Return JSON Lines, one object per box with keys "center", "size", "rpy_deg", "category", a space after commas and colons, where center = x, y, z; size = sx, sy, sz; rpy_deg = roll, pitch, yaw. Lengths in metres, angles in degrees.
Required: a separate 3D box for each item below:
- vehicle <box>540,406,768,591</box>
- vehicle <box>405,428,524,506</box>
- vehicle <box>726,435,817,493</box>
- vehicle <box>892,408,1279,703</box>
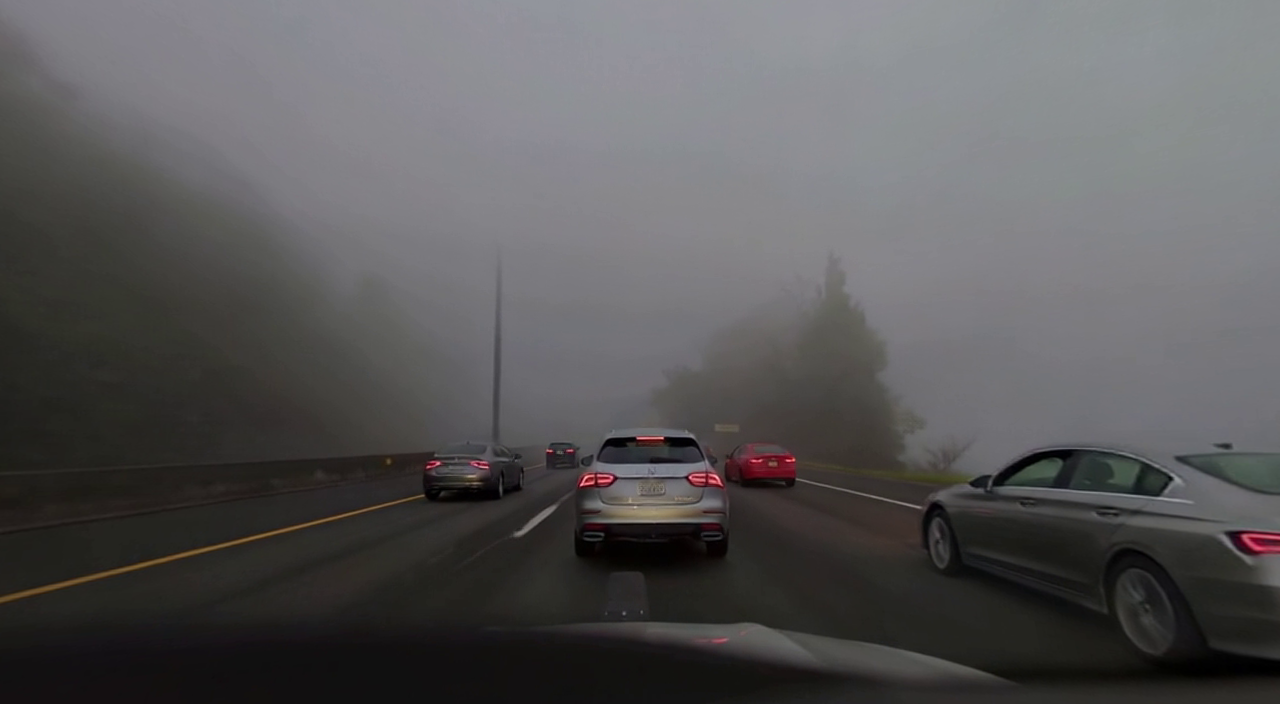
{"center": [0.099, 1.649, 7.800], "size": [2.093, 1.695, 3.782], "rpy_deg": [0, -9, -1], "category": "vehicle"}
{"center": [-4.240, 2.860, 15.935], "size": [1.890, 1.708, 3.844], "rpy_deg": [0, -9, 0], "category": "vehicle"}
{"center": [3.910, 3.411, 19.424], "size": [1.905, 1.590, 3.746], "rpy_deg": [0, -9, -2], "category": "vehicle"}
{"center": [3.695, 1.230, 4.405], "size": [1.953, 1.434, 4.511], "rpy_deg": [0, -9, -1], "category": "vehicle"}
